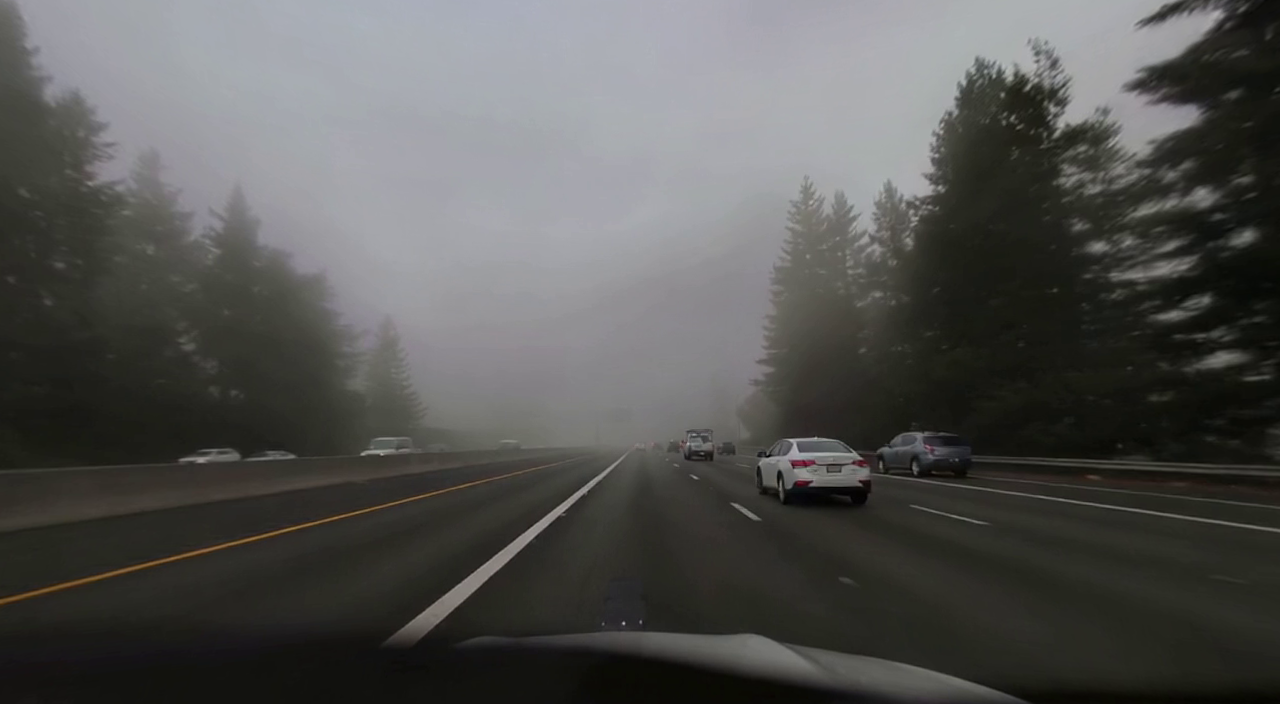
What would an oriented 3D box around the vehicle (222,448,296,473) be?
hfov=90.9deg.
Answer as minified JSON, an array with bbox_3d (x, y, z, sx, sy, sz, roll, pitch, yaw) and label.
[{"bbox_3d":[-24.672,6.998,41.025,1.862,1.471,4.662,0,-8,1],"label":"vehicle"}]

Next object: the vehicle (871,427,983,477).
[{"bbox_3d":[11.507,4.050,25.776,2.084,1.786,5.065,0,-8,-1],"label":"vehicle"}]

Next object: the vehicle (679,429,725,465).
[{"bbox_3d":[3.689,5.772,38.428,2.218,1.964,5.662,0,-8,0],"label":"vehicle"}]

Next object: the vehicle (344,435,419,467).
[{"bbox_3d":[-17.898,6.895,44.172,2.550,2.068,6.244,0,-8,1],"label":"vehicle"}]

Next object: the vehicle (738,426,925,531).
[{"bbox_3d":[3.226,2.229,11.809,1.978,1.535,4.705,0,-8,-1],"label":"vehicle"}]

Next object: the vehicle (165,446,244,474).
[{"bbox_3d":[-29.275,7.253,42.591,1.919,1.711,4.710,0,-8,0],"label":"vehicle"}]
